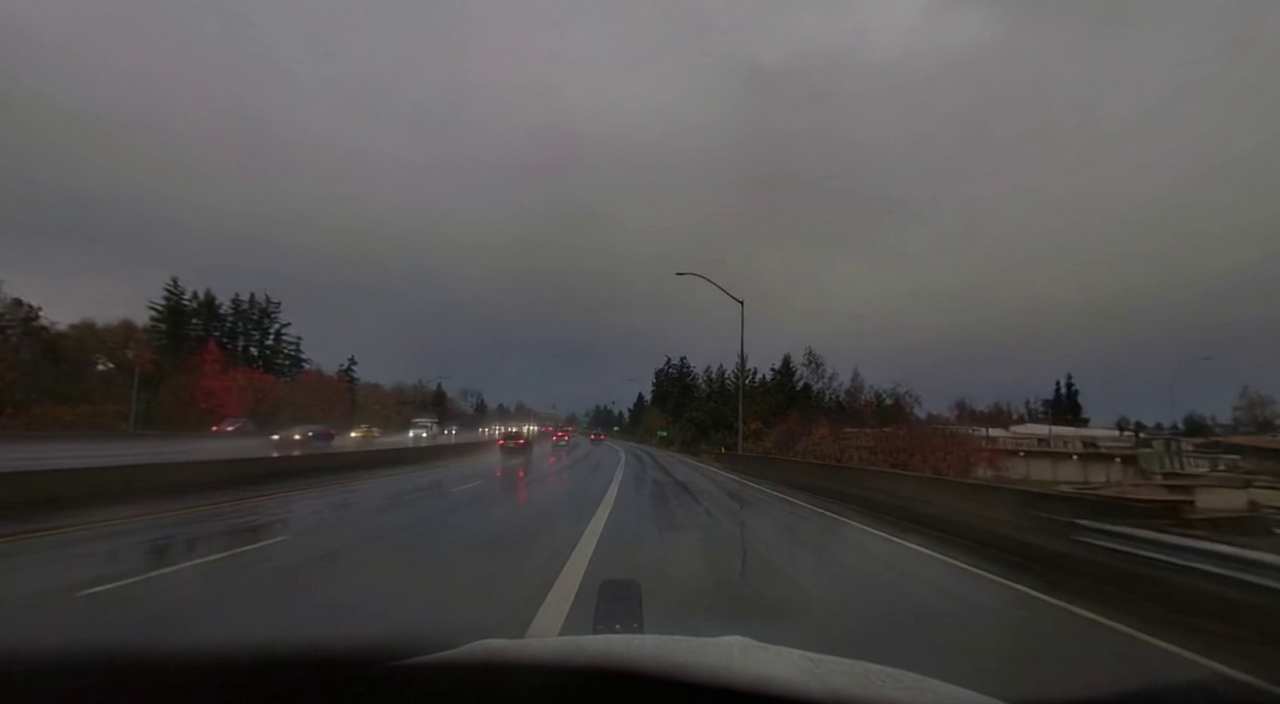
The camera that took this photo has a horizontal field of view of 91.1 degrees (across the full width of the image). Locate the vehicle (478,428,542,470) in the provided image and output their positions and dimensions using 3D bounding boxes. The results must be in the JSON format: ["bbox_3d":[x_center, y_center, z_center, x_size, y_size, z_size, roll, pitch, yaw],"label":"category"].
[{"bbox_3d":[-6.284,4.727,30.962,2.188,1.896,4.810,0,-8,-1],"label":"vehicle"}]
